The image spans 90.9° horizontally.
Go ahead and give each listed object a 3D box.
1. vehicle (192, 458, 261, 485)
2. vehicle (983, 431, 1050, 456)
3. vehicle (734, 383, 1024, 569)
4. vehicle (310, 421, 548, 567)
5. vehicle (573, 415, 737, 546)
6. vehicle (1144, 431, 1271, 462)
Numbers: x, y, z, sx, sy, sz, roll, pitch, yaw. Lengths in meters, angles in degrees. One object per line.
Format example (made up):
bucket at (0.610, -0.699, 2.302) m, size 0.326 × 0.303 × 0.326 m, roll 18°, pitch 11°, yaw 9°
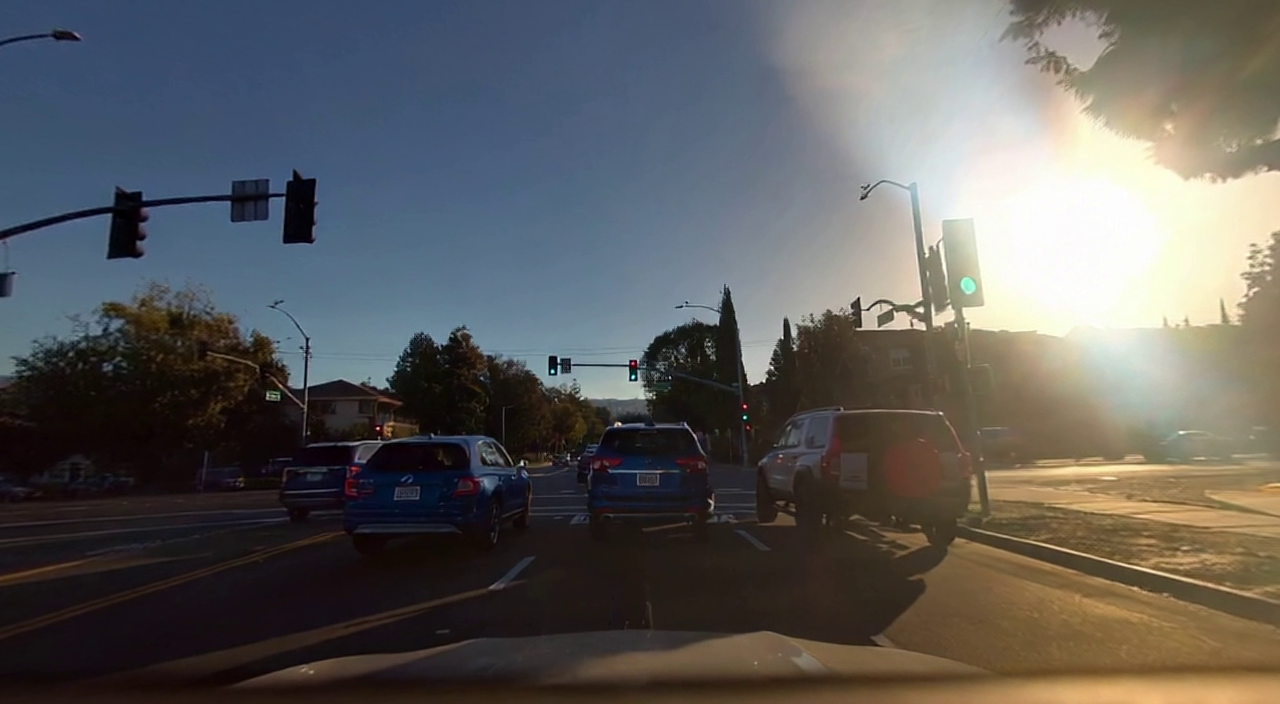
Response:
vehicle at (-29.292, 8.432, 44.799) m, size 1.820 × 1.699 × 4.308 m, roll -1°, pitch -9°, yaw 3°
vehicle at (23.775, 5.796, 39.931) m, size 1.830 × 1.516 × 3.943 m, roll -1°, pitch -8°, yaw 1°
vehicle at (3.102, 1.811, 9.984) m, size 2.338 × 2.063 × 5.672 m, roll 0°, pitch -9°, yaw 0°
vehicle at (-2.779, 1.988, 9.631) m, size 2.058 × 1.659 × 4.514 m, roll 0°, pitch -9°, yaw 0°
vehicle at (0.172, 2.076, 10.810) m, size 2.235 × 1.778 × 4.178 m, roll 0°, pitch -9°, yaw -1°
vehicle at (28.147, 4.688, 31.361) m, size 4.512 × 1.444 × 1.859 m, roll 0°, pitch -9°, yaw 0°
